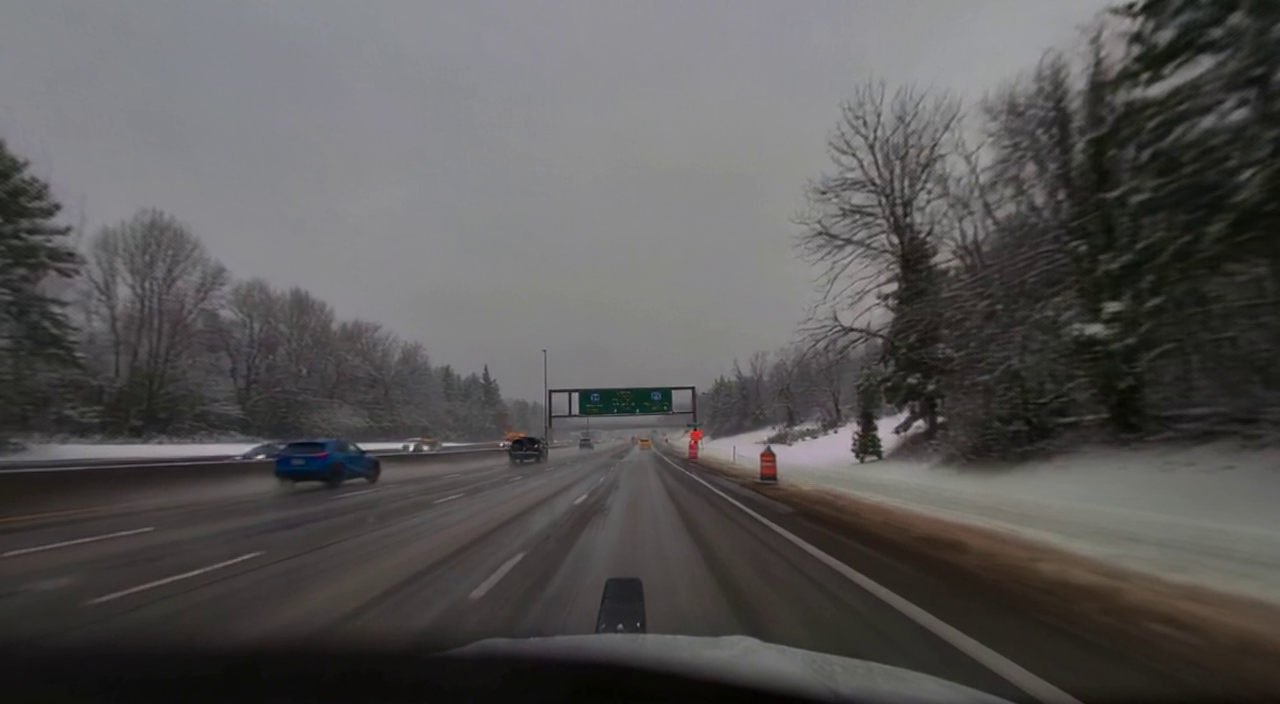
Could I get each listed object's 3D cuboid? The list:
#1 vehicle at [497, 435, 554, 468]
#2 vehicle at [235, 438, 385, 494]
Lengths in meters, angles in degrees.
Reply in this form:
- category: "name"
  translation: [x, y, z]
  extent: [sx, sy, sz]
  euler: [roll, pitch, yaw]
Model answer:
- category: "vehicle"
  translation: [-6.536, 5.743, 36.524]
  extent: [2.402, 1.733, 4.512]
  euler: [0, -8, 1]
- category: "vehicle"
  translation: [-9.939, 3.456, 19.491]
  extent: [2.122, 1.511, 4.576]
  euler: [0, -8, 0]
